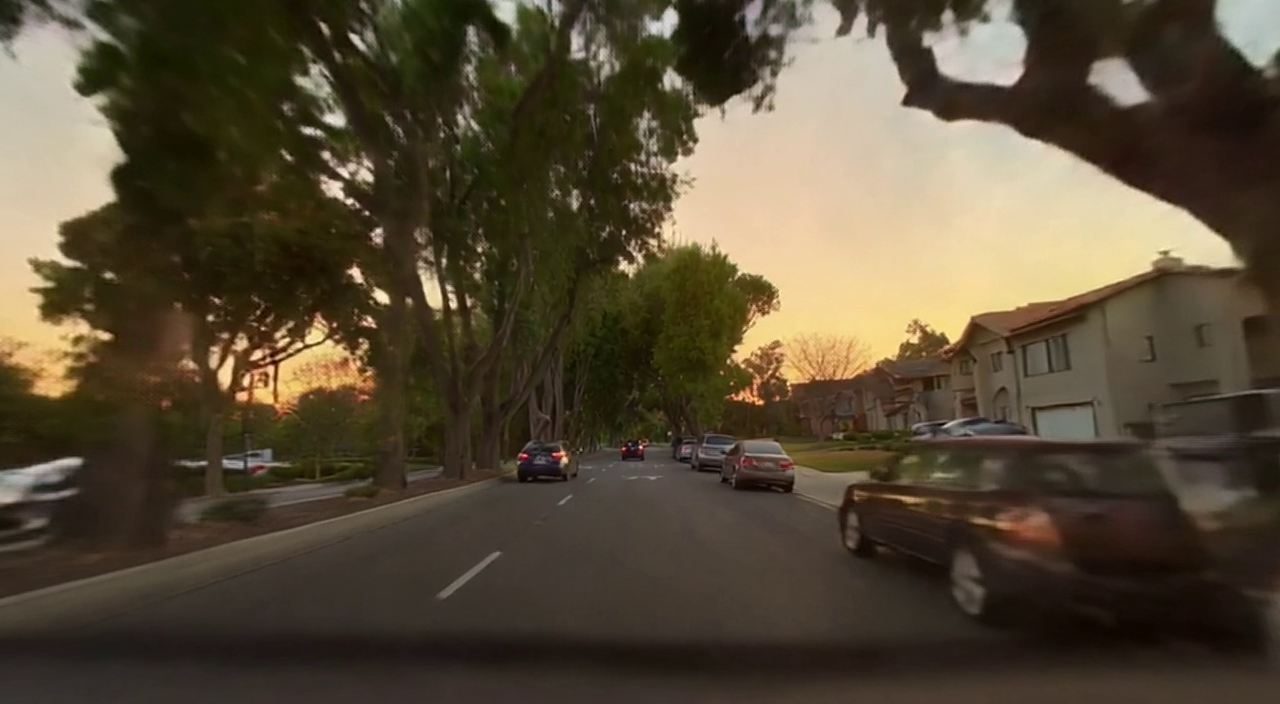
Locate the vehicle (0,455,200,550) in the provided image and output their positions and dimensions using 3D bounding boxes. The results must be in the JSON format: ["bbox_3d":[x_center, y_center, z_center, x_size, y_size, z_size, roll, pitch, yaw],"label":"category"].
[{"bbox_3d":[-11.530,2.911,12.887,2.167,1.497,4.256,0,-8,-2],"label":"vehicle"}]

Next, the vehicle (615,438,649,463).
[{"bbox_3d":[-0.516,6.568,42.380,2.142,1.548,4.273,0,-8,0],"label":"vehicle"}]

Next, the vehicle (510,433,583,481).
[{"bbox_3d":[-3.552,4.085,24.959,2.129,1.668,4.722,0,-8,1],"label":"vehicle"}]

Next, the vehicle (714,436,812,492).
[{"bbox_3d":[3.657,3.426,19.791,2.019,1.495,4.755,0,-8,-1],"label":"vehicle"}]

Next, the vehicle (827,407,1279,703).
[{"bbox_3d":[3.286,1.359,5.420,2.006,1.518,4.534,-1,-8,1],"label":"vehicle"}]
